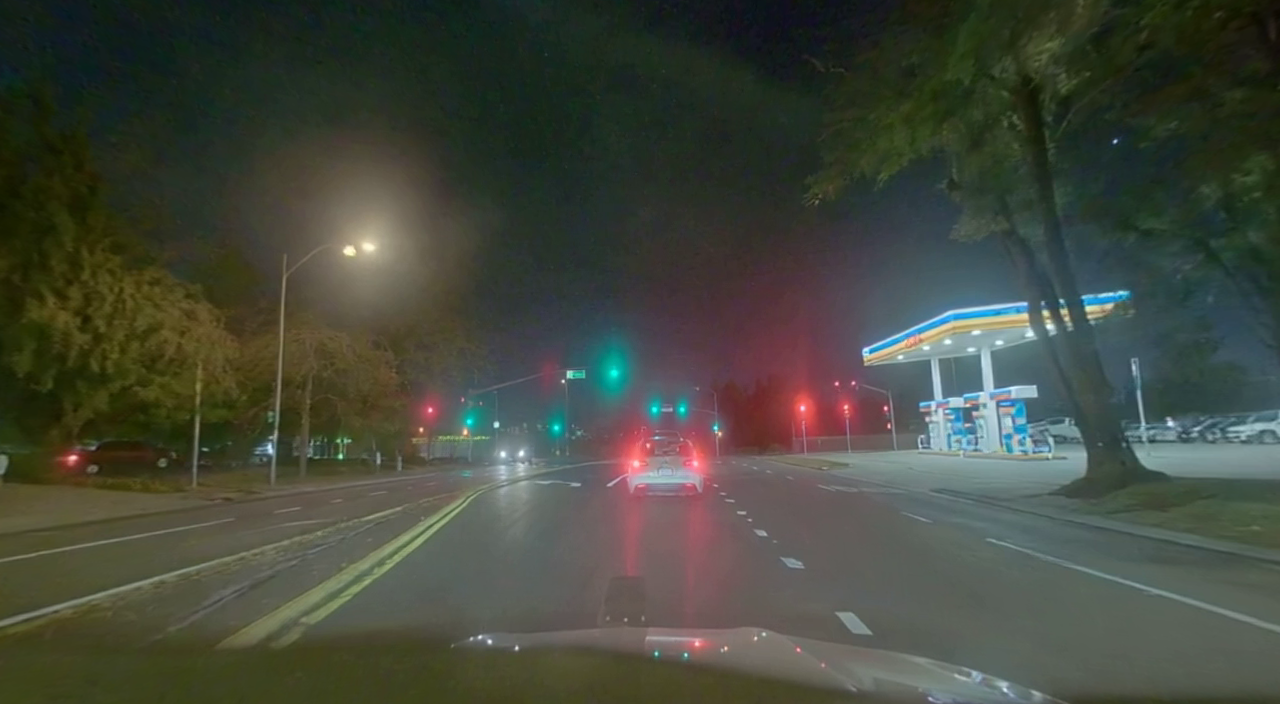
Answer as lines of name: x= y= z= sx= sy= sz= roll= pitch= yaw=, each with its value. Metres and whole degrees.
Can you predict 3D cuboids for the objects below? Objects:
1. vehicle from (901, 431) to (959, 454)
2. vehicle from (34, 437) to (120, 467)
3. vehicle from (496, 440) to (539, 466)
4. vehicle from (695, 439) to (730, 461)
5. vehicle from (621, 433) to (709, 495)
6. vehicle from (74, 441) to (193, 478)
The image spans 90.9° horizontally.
vehicle: x=20.515 y=6.400 z=44.562 sx=4.091 sy=1.495 sz=2.053 roll=7 pitch=-11 yaw=-39
vehicle: x=-36.793 y=6.542 z=41.235 sx=4.099 sy=1.638 sz=2.009 roll=-4 pitch=-6 yaw=9
vehicle: x=-8.257 y=6.839 z=42.894 sx=2.108 sy=1.671 sz=4.535 roll=0 pitch=-8 yaw=-2
vehicle: x=5.154 y=6.996 z=45.179 sx=2.047 sy=1.470 sz=4.251 roll=0 pitch=-8 yaw=1
vehicle: x=0.694 y=3.004 z=17.302 sx=2.112 sy=1.482 sz=4.057 roll=0 pitch=-8 yaw=3
vehicle: x=-26.843 y=5.663 z=33.641 sx=1.946 sy=1.816 sz=4.792 roll=-1 pitch=-8 yaw=7
